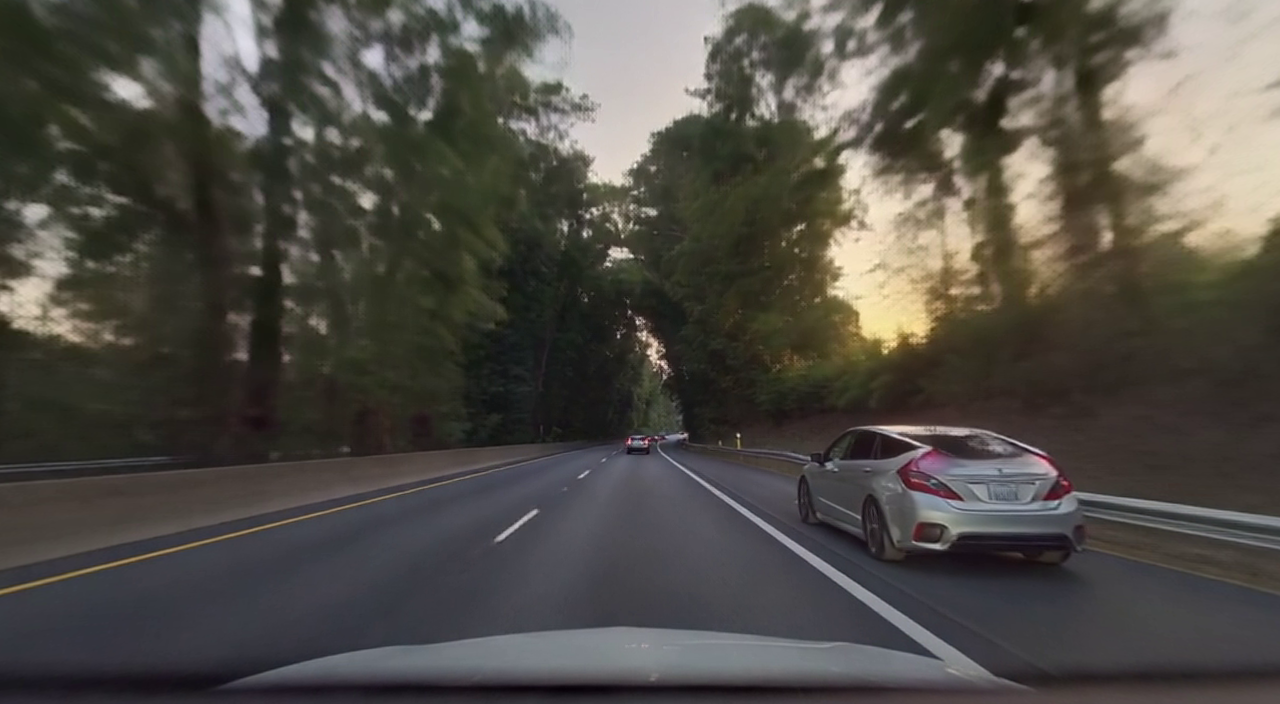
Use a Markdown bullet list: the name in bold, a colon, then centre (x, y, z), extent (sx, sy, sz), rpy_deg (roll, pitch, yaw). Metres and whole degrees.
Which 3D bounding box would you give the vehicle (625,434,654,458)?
- **vehicle**: centre (-0.081, 6.852, 46.252), extent (2.094, 1.653, 4.283), rpy_deg (0, -8, -1)
